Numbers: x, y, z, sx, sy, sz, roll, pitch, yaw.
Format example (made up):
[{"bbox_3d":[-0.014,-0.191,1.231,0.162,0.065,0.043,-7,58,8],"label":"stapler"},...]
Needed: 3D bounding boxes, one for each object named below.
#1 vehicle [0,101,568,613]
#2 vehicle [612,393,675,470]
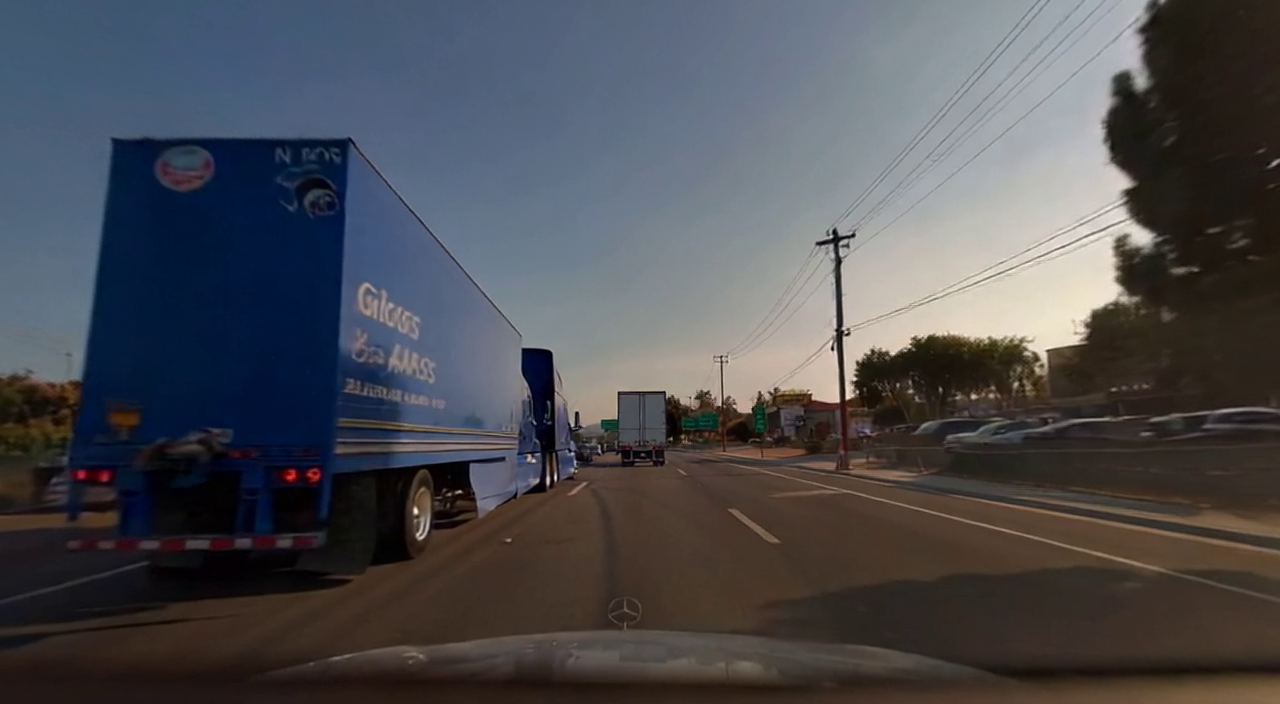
[{"bbox_3d":[-3.894,1.098,12.775,2.875,4.083,15.756,0,-9,0],"label":"vehicle"},{"bbox_3d":[0.103,4.458,34.579,2.941,3.604,9.851,0,-9,0],"label":"vehicle"}]
